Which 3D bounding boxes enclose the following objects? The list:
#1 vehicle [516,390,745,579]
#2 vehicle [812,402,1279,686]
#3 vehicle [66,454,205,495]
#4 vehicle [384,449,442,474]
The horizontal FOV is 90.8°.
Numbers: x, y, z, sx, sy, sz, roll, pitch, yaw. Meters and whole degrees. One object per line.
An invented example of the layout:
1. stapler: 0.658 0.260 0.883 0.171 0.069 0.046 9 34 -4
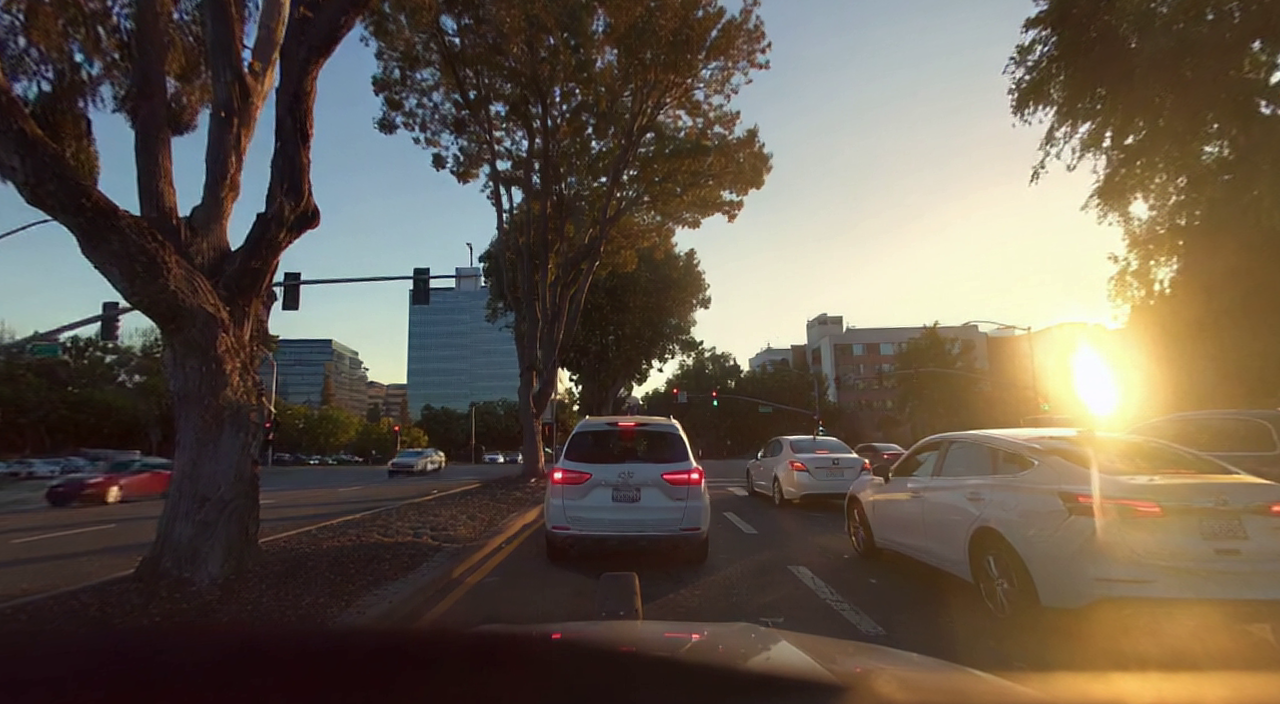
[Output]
1. vehicle: -0.199 1.621 8.445 2.236 1.827 4.316 1 -9 -3
2. vehicle: 3.369 1.419 5.962 2.034 1.558 4.774 0 -9 -1
3. vehicle: -20.615 5.004 26.140 1.899 1.469 4.668 0 -9 0
4. vehicle: -14.599 7.042 40.824 2.035 1.454 4.513 0 -9 0
